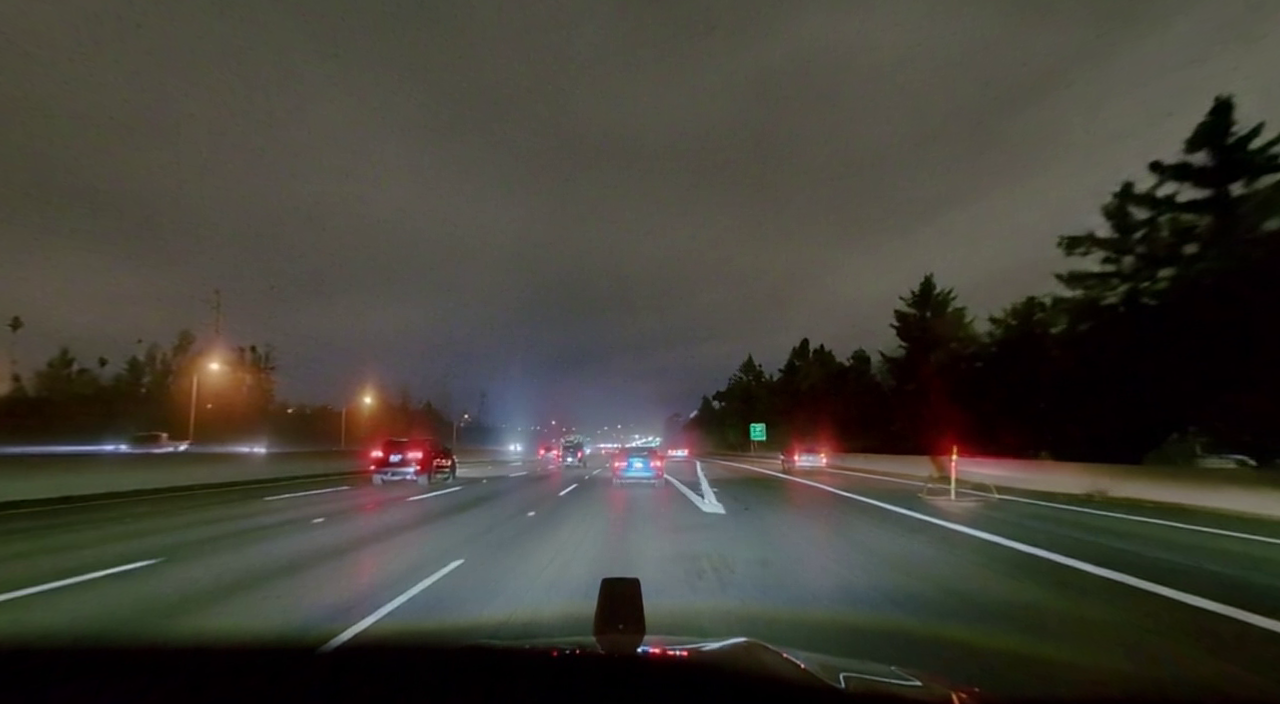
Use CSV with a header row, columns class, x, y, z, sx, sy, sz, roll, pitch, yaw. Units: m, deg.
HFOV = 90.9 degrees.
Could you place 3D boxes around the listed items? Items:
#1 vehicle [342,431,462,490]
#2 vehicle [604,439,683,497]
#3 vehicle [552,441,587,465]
class,x,y,z,sx,sy,sz,roll,pitch,yaw
vehicle,-8.048,3.698,21.942,2.206,1.788,4.914,0,-8,0
vehicle,0.025,3.343,18.605,2.082,1.482,4.126,0,-8,-2
vehicle,-5.315,7.680,48.209,2.289,1.777,4.534,0,-8,-1
